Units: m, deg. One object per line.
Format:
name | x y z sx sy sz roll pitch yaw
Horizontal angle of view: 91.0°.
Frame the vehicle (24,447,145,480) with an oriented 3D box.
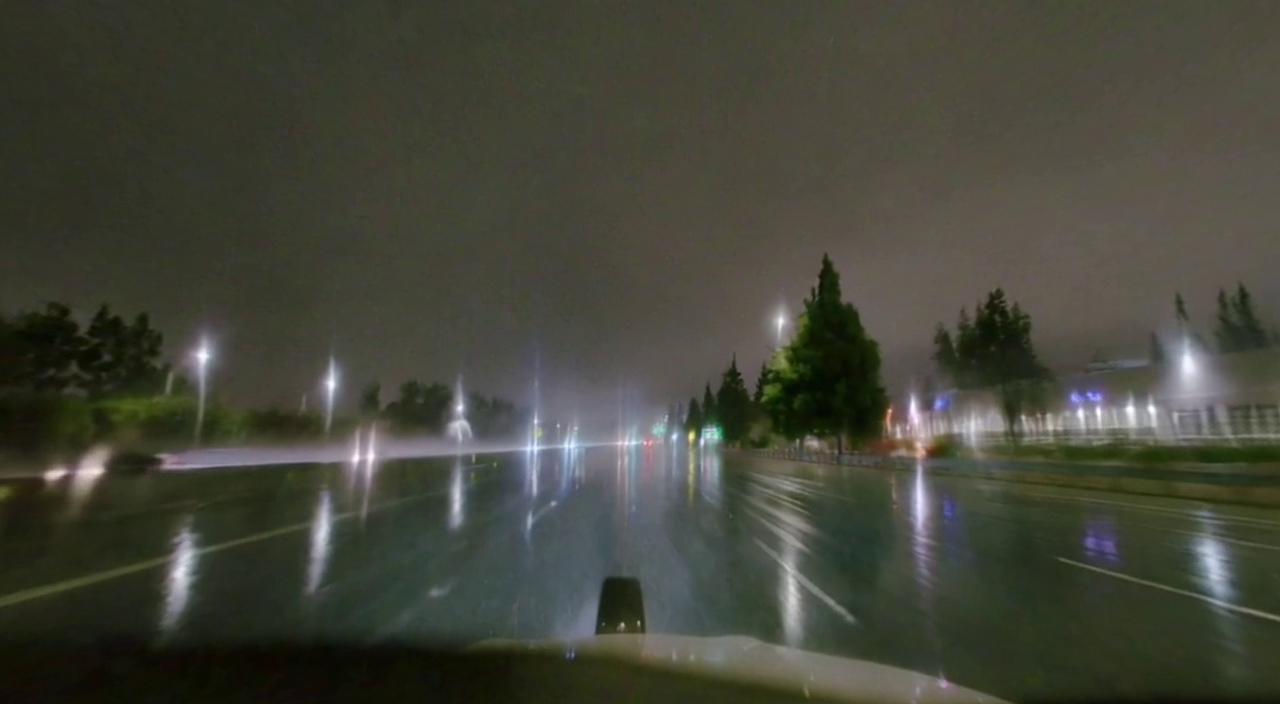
vehicle | -29.158 5.847 33.300 1.952 1.520 4.798 -1 -9 1
